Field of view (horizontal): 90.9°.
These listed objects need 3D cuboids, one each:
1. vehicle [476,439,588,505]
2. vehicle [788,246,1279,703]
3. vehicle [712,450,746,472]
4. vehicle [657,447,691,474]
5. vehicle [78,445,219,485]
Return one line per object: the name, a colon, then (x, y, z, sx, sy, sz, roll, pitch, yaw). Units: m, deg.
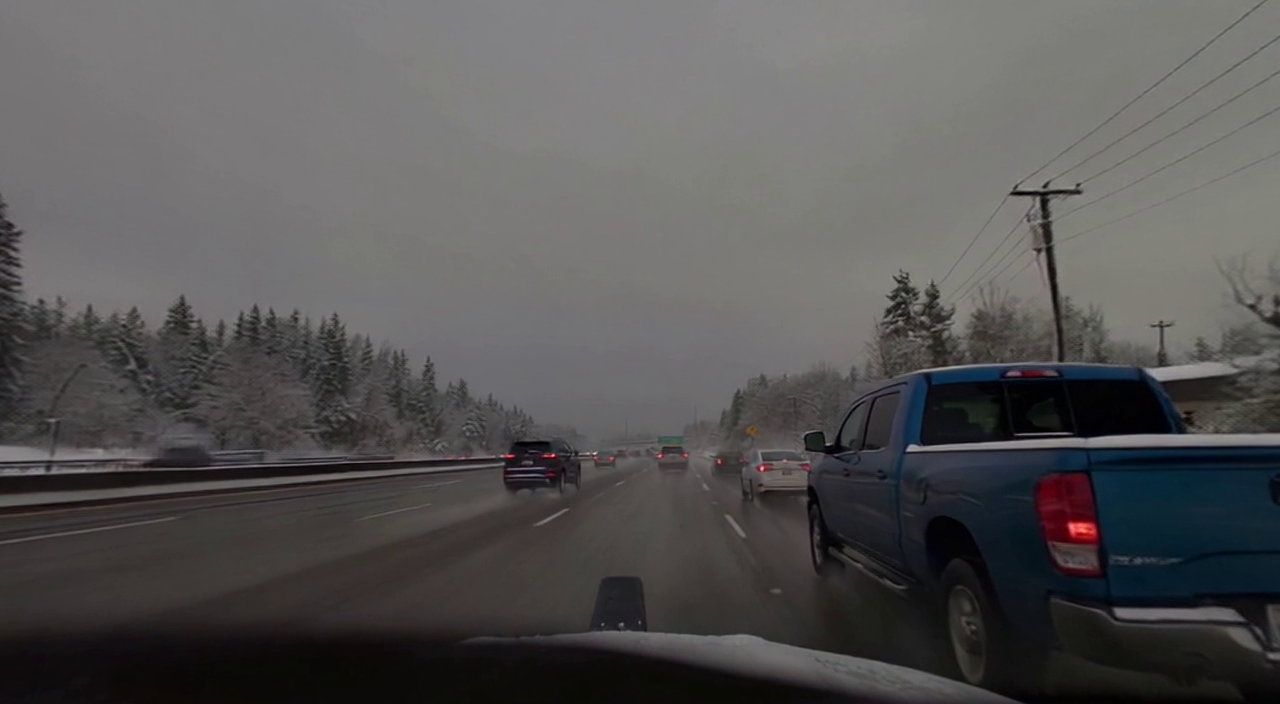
vehicle: (-3.077, 3.535, 19.133, 2.209, 1.714, 4.576, -1, -8, 5)
vehicle: (3.347, 1.143, 5.362, 3.024, 2.092, 6.797, -1, -8, 5)
vehicle: (6.469, 7.966, 46.242, 2.072, 1.456, 4.537, -1, -8, 3)
vehicle: (2.254, 7.110, 41.526, 2.080, 1.682, 4.150, -1, -8, 3)
vehicle: (-22.645, 5.199, 29.405, 2.102, 1.652, 5.303, -1, -8, 3)
